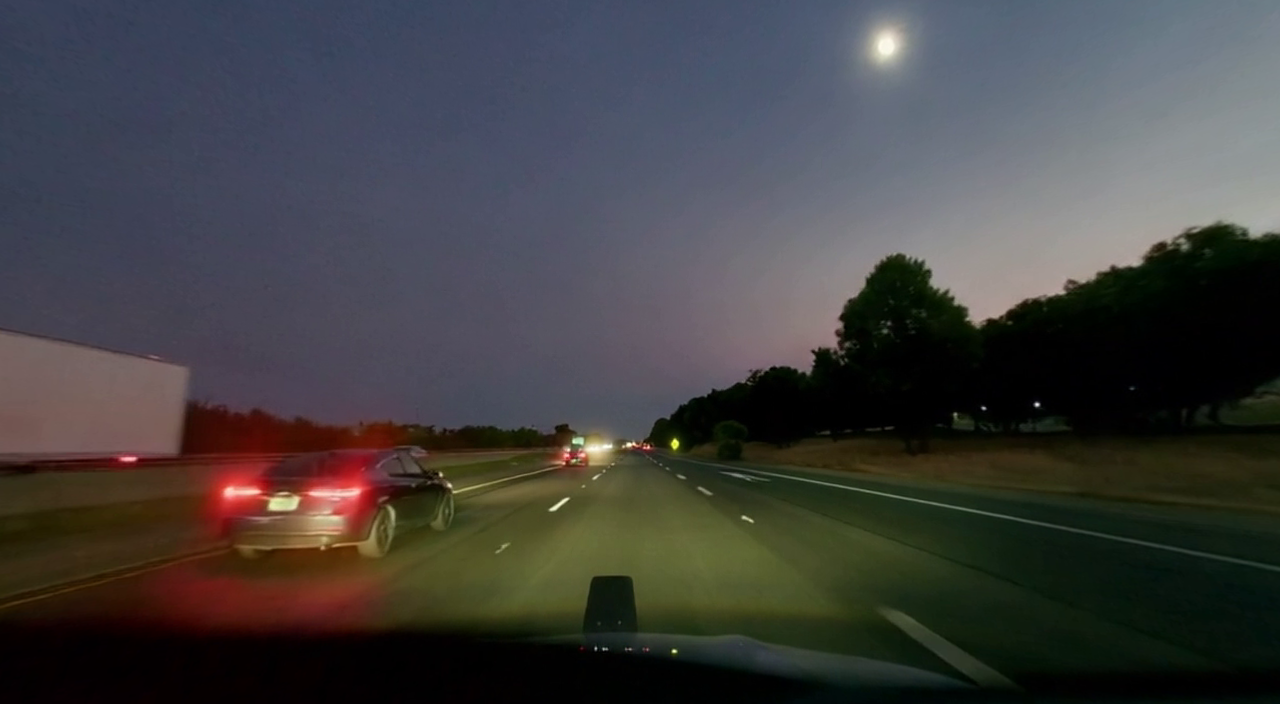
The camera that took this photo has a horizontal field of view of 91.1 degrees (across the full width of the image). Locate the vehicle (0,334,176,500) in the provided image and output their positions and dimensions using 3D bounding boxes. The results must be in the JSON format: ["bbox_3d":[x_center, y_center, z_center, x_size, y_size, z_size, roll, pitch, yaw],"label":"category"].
[{"bbox_3d":[-16.856,1.076,11.904,2.968,3.931,17.389,0,-9,0],"label":"vehicle"}]

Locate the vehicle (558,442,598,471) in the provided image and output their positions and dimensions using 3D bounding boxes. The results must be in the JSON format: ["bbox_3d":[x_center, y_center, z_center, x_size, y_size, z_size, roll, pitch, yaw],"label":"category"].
[{"bbox_3d":[-3.945,6.731,40.617,2.111,1.717,4.426,0,-9,0],"label":"vehicle"}]

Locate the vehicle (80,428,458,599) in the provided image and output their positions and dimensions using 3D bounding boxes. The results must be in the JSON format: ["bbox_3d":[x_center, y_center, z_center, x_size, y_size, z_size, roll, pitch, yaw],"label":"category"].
[{"bbox_3d":[-3.954,1.783,7.863,2.018,1.497,4.399,-1,-9,0],"label":"vehicle"}]
